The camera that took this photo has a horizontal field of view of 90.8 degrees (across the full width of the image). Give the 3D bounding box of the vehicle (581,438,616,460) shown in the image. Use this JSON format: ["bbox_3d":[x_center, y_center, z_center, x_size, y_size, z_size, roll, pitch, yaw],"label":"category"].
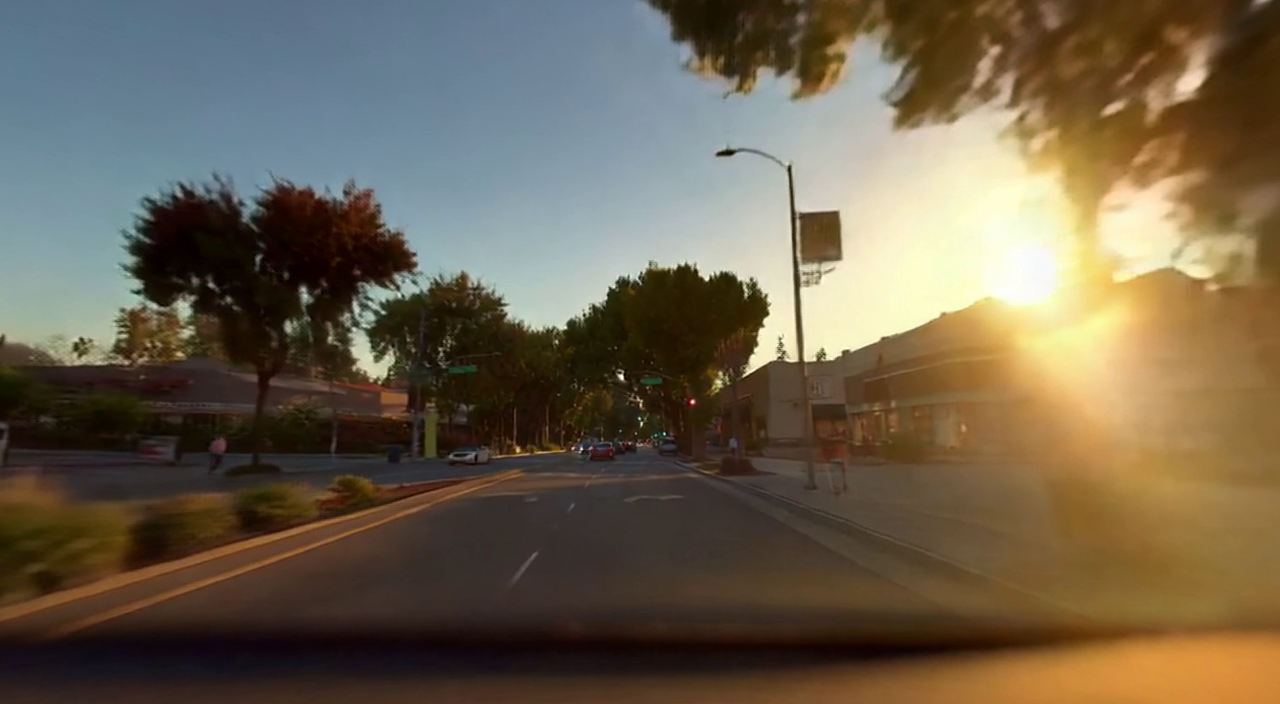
[{"bbox_3d":[-2.926,6.996,45.678,2.122,1.469,4.388,0,-8,1],"label":"vehicle"}]

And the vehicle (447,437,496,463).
[{"bbox_3d":[-10.446,6.069,39.466,1.873,1.532,3.777,0,-8,2],"label":"vehicle"}]
